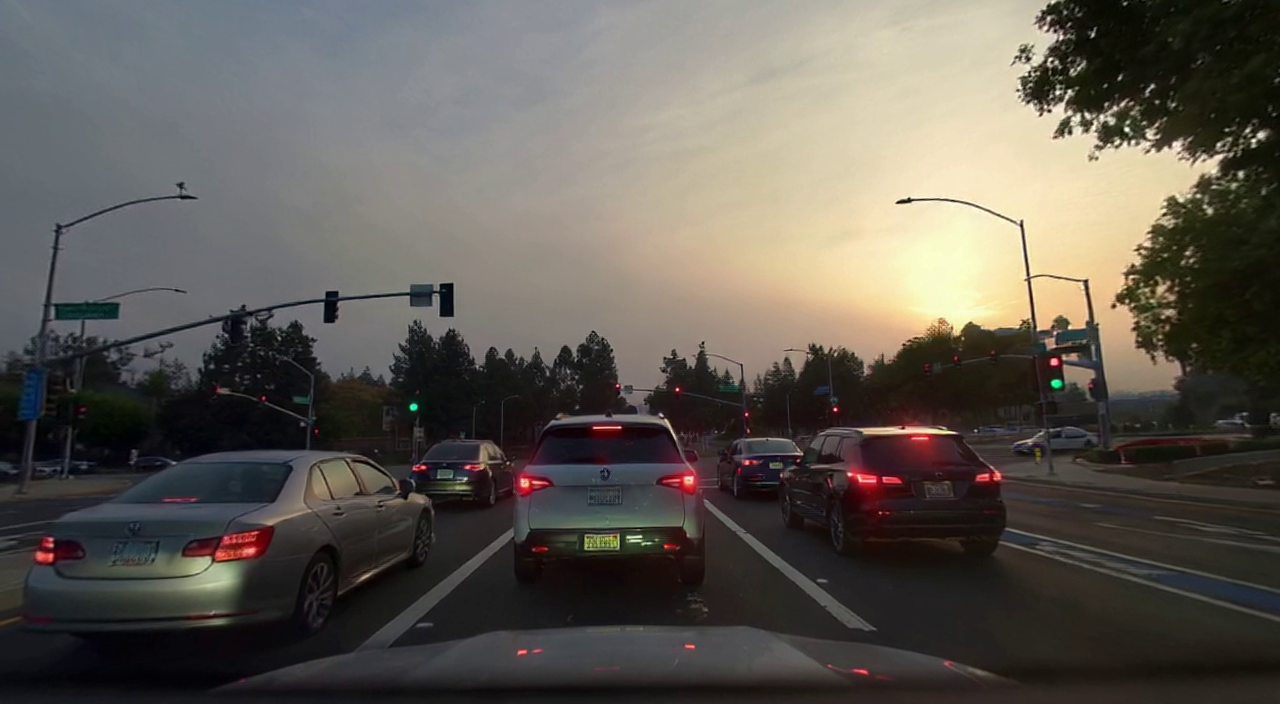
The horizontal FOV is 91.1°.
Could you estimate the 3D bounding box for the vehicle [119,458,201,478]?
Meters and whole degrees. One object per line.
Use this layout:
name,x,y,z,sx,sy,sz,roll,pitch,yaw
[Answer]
vehicle,-37.317,9.028,48.867,4.914,1.487,1.850,0,-9,1

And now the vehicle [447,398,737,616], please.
vehicle,-0.349,1.514,7.019,2.256,1.694,4.055,0,-9,1

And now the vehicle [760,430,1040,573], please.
vehicle,3.149,1.896,8.858,1.971,1.473,4.495,0,-9,-1

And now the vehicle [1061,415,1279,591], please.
vehicle,6.576,1.420,6.148,1.941,1.532,4.152,0,-9,-1

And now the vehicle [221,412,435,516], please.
vehicle,-6.718,2.488,14.396,2.214,1.953,5.017,0,-9,1

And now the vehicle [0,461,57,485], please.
vehicle,-45.612,8.733,45.569,4.576,1.631,1.889,0,-8,2
